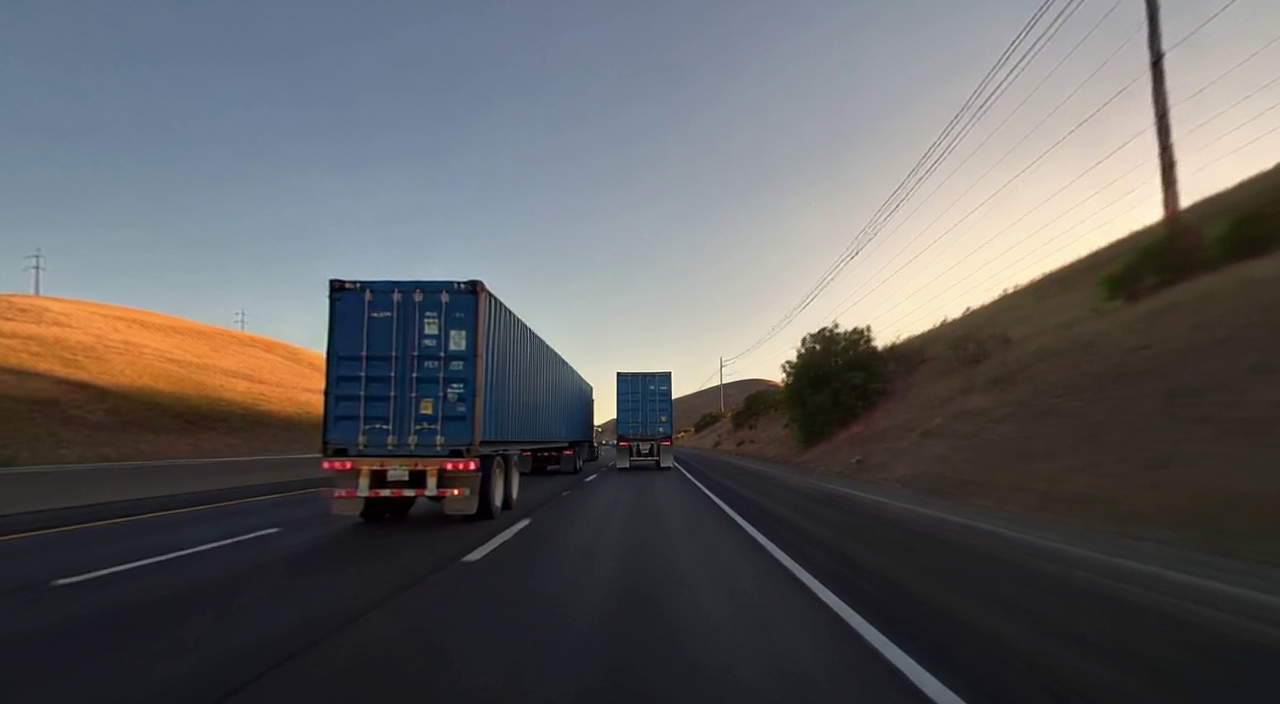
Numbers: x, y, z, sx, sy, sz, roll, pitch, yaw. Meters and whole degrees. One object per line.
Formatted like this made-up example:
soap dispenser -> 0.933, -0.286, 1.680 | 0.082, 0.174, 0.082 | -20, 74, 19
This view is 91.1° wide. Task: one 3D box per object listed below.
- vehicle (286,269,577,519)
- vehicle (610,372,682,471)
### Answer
vehicle -> -4.042, 1.610, 17.080 | 3.065, 4.105, 13.706 | 0, -8, 1
vehicle -> 0.140, 3.748, 32.174 | 3.006, 4.120, 11.586 | 0, -8, -1
